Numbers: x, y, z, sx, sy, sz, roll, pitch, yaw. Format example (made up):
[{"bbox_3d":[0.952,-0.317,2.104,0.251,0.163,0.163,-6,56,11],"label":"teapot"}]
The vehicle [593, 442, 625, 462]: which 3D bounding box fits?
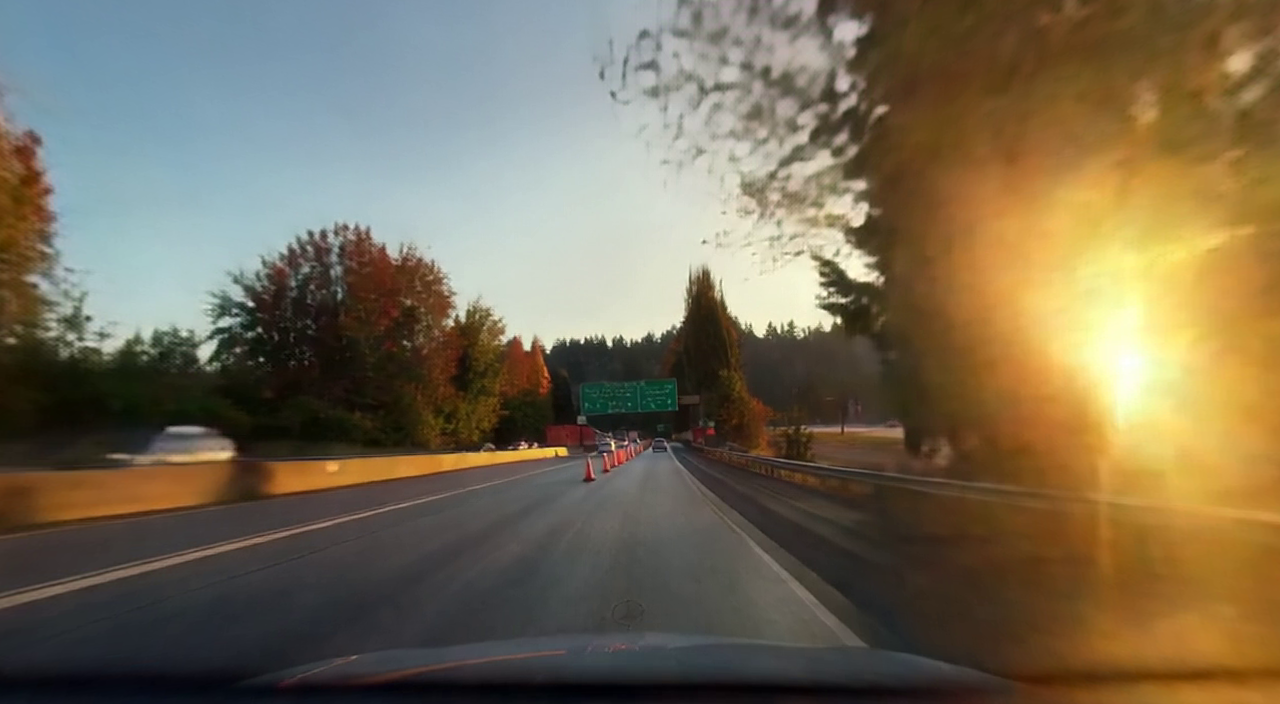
[{"bbox_3d":[-2.341,7.719,48.903,2.118,1.475,4.263,0,-8,2],"label":"vehicle"}]
